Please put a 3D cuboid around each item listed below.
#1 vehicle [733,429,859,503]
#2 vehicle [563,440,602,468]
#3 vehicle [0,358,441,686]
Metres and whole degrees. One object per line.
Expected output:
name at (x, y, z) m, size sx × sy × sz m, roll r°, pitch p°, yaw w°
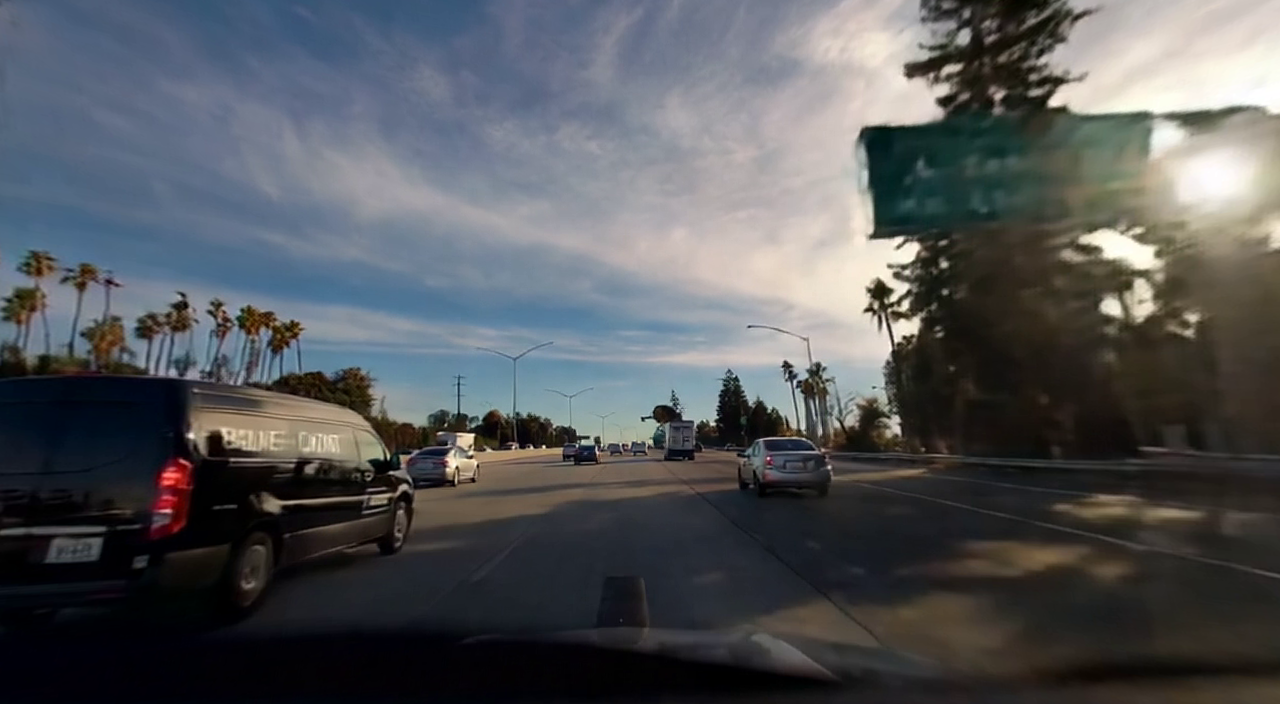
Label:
vehicle at (3.867, 2.928, 16.563) m, size 2.124 × 1.674 × 4.494 m, roll 0°, pitch -9°, yaw -1°
vehicle at (-3.645, 6.552, 40.475) m, size 2.017 × 1.683 × 4.094 m, roll 0°, pitch -9°, yaw 1°
vehicle at (-3.993, 1.362, 6.333) m, size 2.215 × 1.859 × 5.375 m, roll 0°, pitch -9°, yaw 0°
